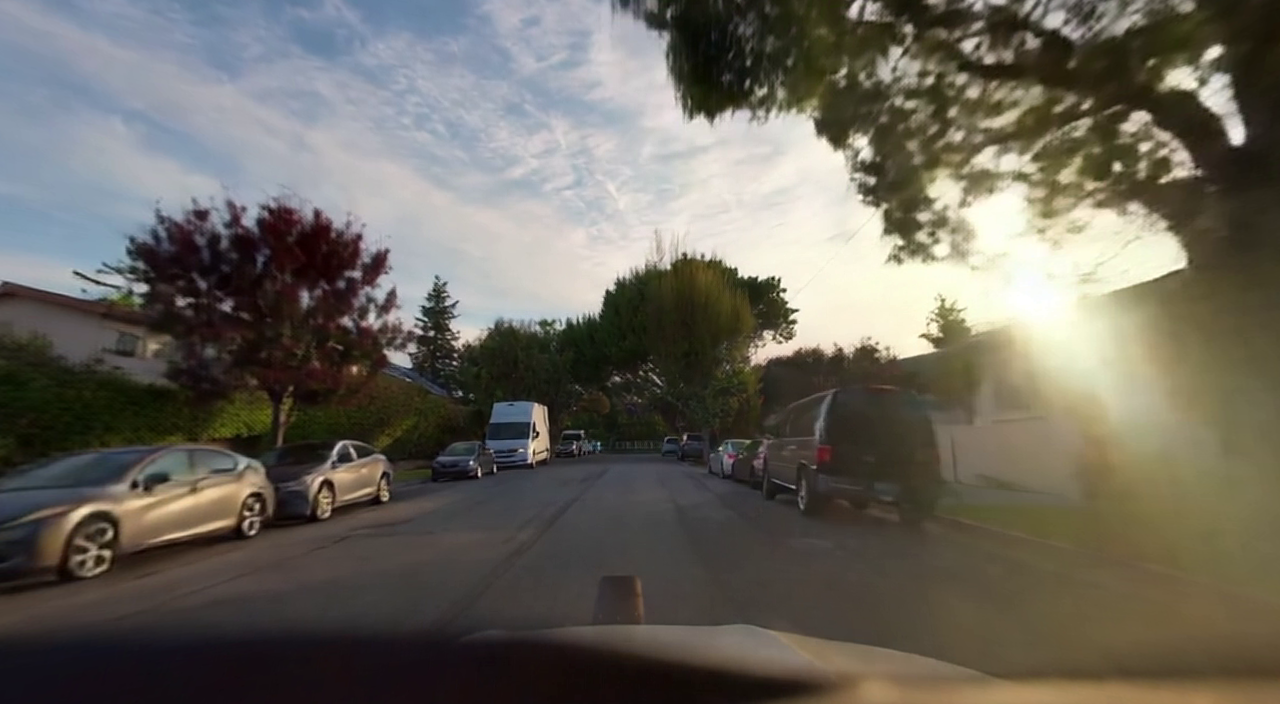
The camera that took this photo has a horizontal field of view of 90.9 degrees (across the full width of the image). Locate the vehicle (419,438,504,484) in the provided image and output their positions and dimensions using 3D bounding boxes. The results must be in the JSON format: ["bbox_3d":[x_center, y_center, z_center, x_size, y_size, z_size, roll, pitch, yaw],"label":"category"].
[{"bbox_3d":[-6.289,3.831,22.650,1.921,1.470,4.068,0,-8,-1],"label":"vehicle"}]

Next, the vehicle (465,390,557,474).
[{"bbox_3d":[-6.135,3.991,31.356,2.896,3.648,8.004,0,-8,0],"label":"vehicle"}]

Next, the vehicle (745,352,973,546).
[{"bbox_3d":[3.330,1.570,10.825,2.215,2.542,4.550,-2,-7,0],"label":"vehicle"}]

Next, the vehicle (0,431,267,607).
[{"bbox_3d":[-6.192,1.719,7.280,1.758,1.519,3.396,-2,-7,-2],"label":"vehicle"}]

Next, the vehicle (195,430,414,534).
[{"bbox_3d":[-6.095,2.378,12.208,1.818,1.563,4.483,-2,-8,0],"label":"vehicle"}]

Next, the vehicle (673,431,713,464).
[{"bbox_3d":[3.120,5.693,37.860,1.965,1.855,4.677,0,-8,-1],"label":"vehicle"}]
